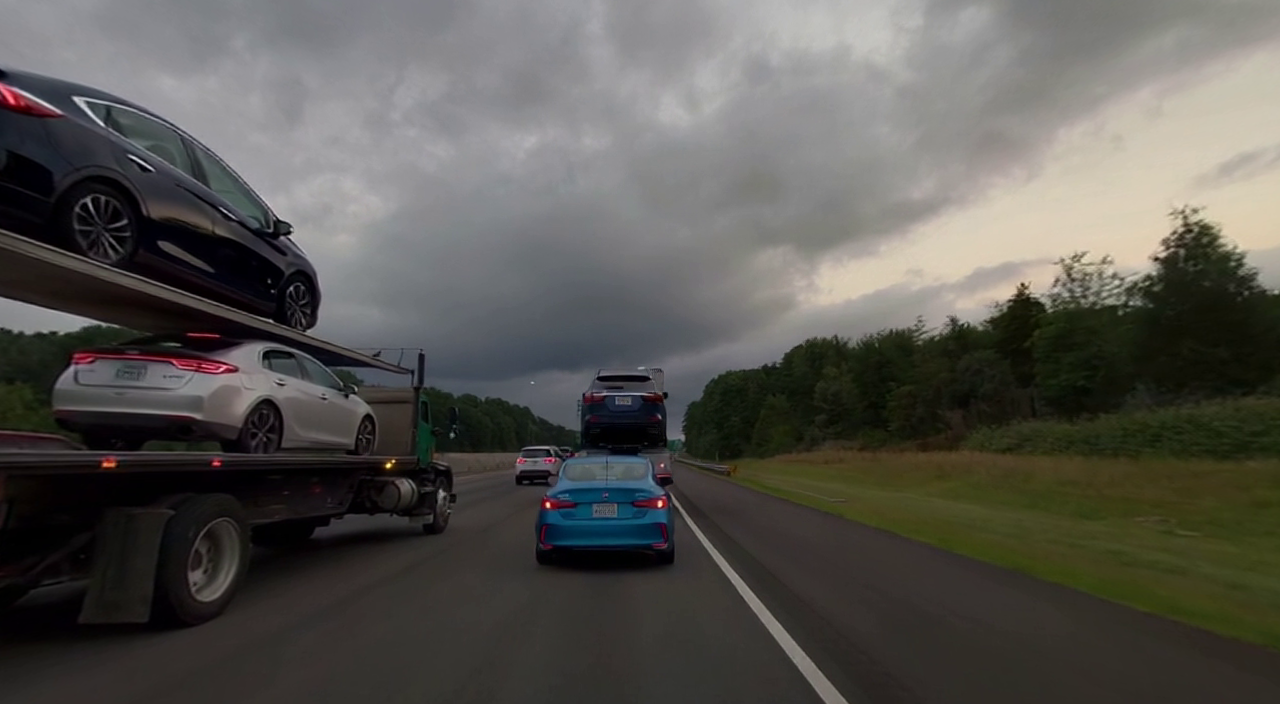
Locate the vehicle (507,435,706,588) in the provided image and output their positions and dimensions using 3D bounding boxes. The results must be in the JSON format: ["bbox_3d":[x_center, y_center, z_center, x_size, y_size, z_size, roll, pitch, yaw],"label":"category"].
[{"bbox_3d":[-0.352,1.868,8.101,1.991,1.507,3.391,0,-9,-1],"label":"vehicle"}]

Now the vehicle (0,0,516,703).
[{"bbox_3d":[-4.591,0.702,8.871,2.836,4.059,14.286,0,-9,0],"label":"vehicle"}]
